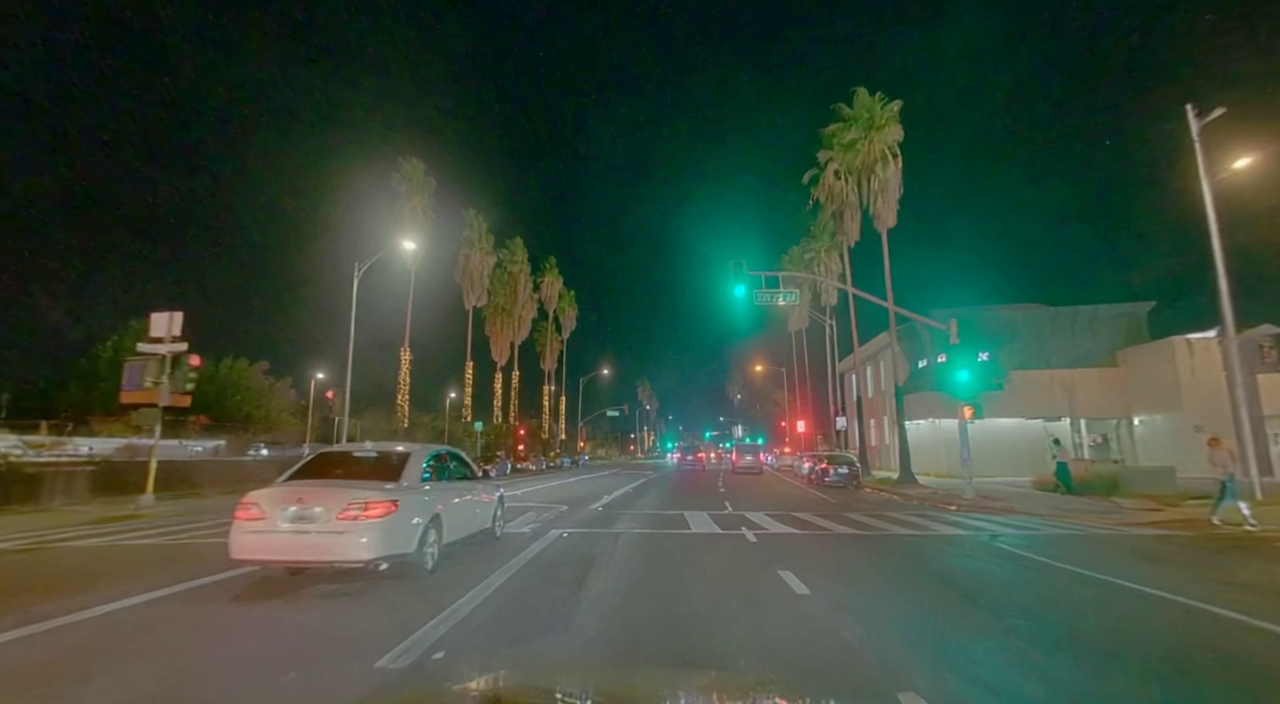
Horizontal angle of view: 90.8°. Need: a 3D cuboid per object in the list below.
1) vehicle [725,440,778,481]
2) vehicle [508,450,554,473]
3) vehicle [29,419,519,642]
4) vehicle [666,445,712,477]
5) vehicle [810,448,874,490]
[{"bbox_3d":[5.072,4.980,29.294,2.003,1.702,4.288,-1,-8,5],"label":"vehicle"},{"bbox_3d":[-8.139,8.267,47.394,2.188,1.490,4.511,-4,-12,7],"label":"vehicle"},{"bbox_3d":[-3.216,1.661,7.156,2.204,1.584,4.921,-1,-8,7],"label":"vehicle"},{"bbox_3d":[2.455,5.316,31.210,2.088,1.452,3.993,-1,-8,6],"label":"vehicle"},{"bbox_3d":[8.421,4.868,26.695,1.914,1.560,4.278,-2,-8,9],"label":"vehicle"}]
